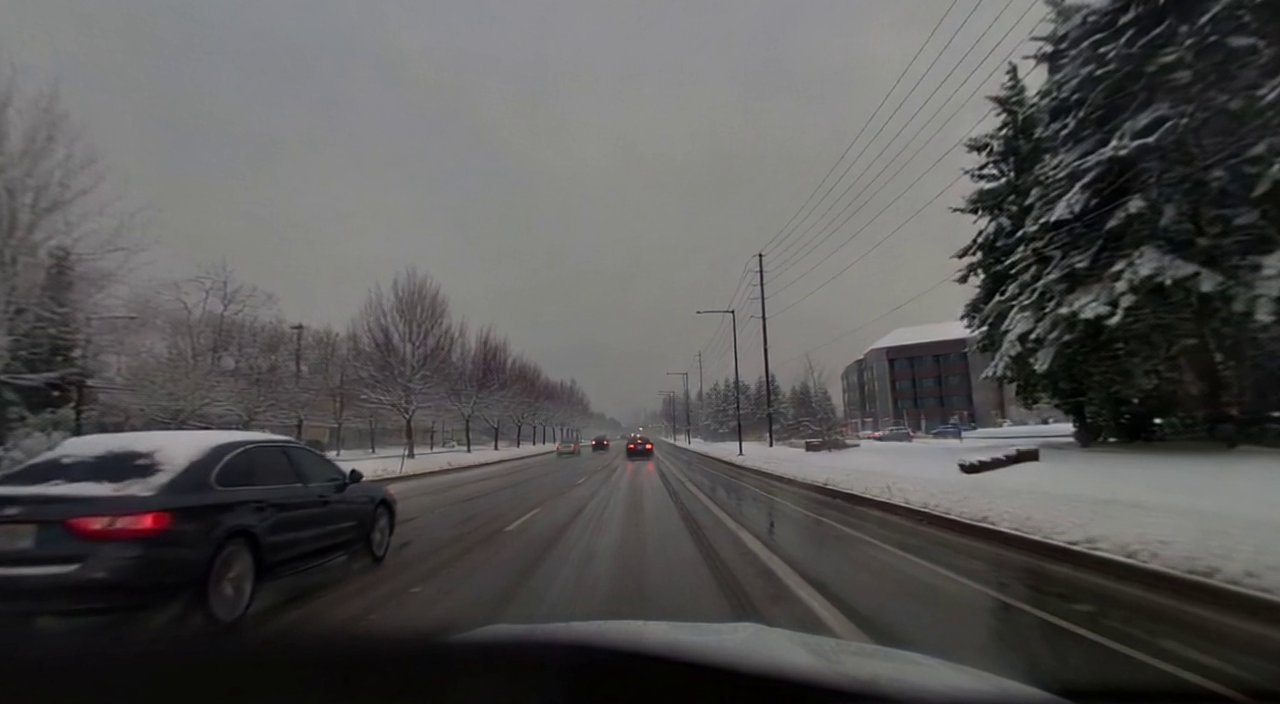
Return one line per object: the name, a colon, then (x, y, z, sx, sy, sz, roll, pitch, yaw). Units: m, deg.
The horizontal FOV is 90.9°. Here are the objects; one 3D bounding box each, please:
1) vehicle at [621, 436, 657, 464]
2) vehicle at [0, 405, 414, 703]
vehicle: (-0.059, 6.252, 40.329, 2.199, 1.652, 4.101, 0, -8, 0)
vehicle: (-3.769, 1.329, 5.187, 1.942, 1.462, 4.905, 0, -8, 1)
